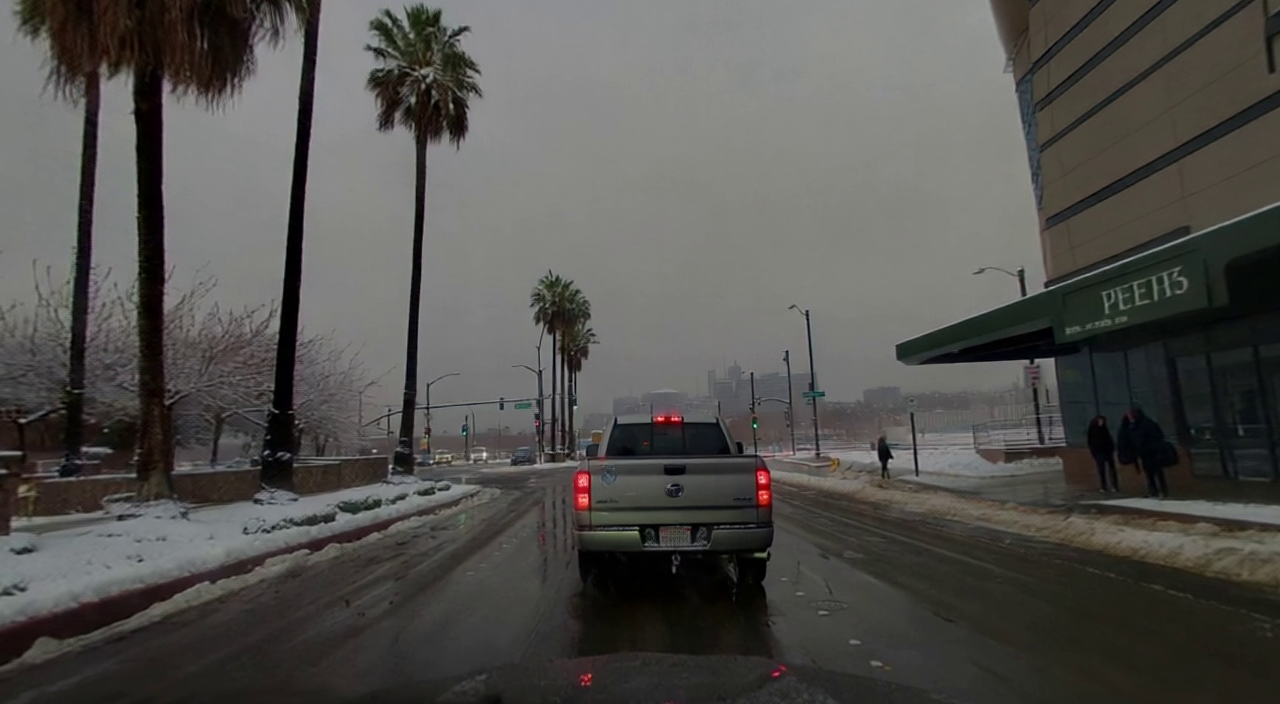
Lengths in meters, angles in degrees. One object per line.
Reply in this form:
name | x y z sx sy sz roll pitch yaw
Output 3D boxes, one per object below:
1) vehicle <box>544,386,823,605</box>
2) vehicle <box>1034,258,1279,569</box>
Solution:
vehicle | 0.400 1.588 7.972 2.311 1.819 5.255 0 -8 1
vehicle | 7.857 0.843 8.560 2.666 3.345 3.622 -3 -9 7
